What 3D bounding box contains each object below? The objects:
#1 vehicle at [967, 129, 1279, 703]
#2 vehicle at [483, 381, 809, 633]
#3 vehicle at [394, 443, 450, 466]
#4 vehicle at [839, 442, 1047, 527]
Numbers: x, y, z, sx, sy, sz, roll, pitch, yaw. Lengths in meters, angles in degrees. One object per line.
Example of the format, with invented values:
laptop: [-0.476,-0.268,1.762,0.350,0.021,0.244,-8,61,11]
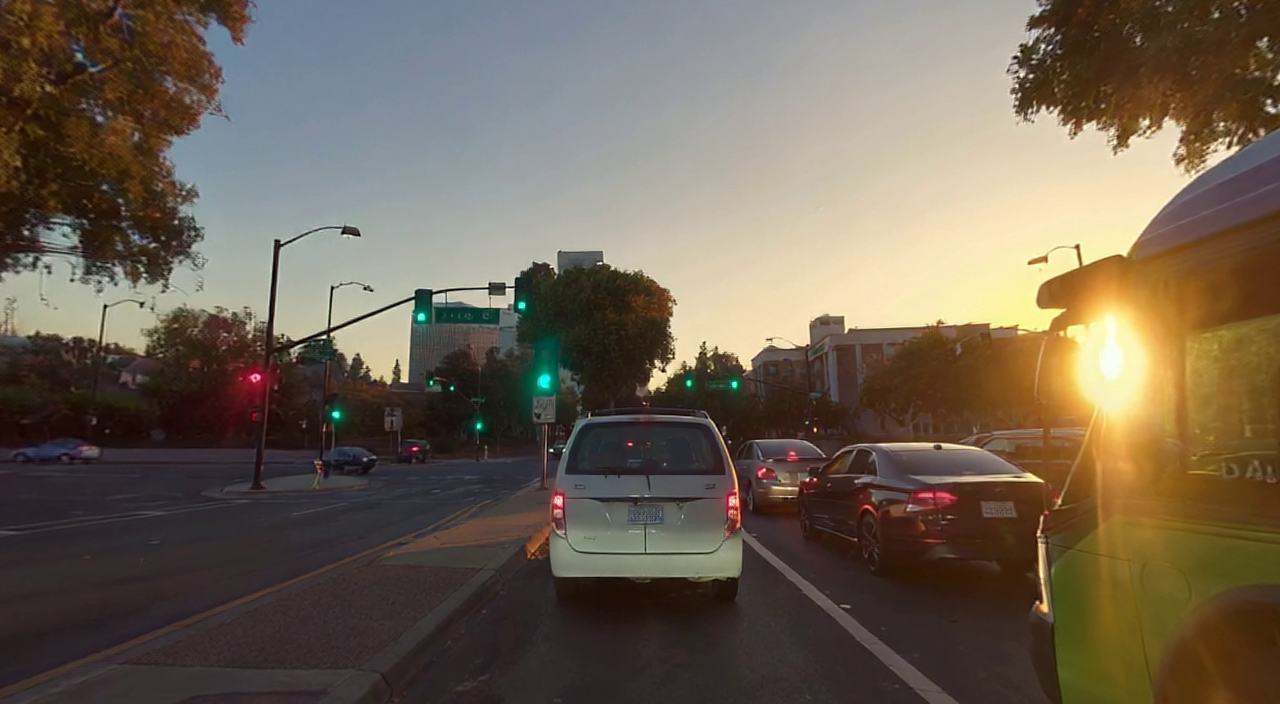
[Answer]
vehicle: [2.617,0.318,0.422,2.037,2.065,5.037,0,-8,0]
vehicle: [0.019,1.476,7.005,2.381,1.842,4.603,0,-8,-1]
vehicle: [-17.216,8.044,49.528,4.097,1.720,1.924,-5,-10,31]
vehicle: [5.990,2.640,13.219,1.987,1.457,4.675,0,-8,-1]
